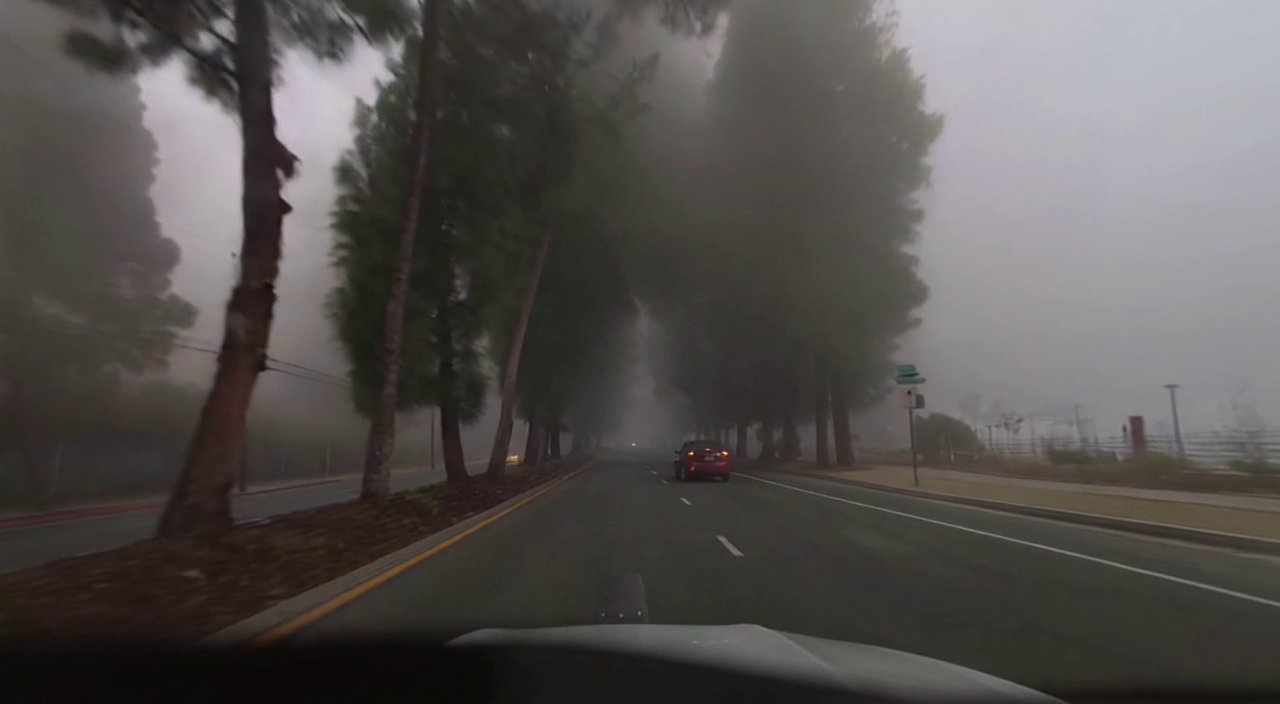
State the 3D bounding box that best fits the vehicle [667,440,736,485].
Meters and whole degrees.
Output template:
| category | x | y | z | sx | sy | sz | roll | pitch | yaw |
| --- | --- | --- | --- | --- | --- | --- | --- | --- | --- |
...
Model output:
| category | x | y | z | sx | sy | sz | roll | pitch | yaw |
| --- | --- | --- | --- | --- | --- | --- | --- | --- | --- |
| vehicle | 2.184 | 4.087 | 23.714 | 1.985 | 1.529 | 4.316 | 0 | -9 | -2 |
